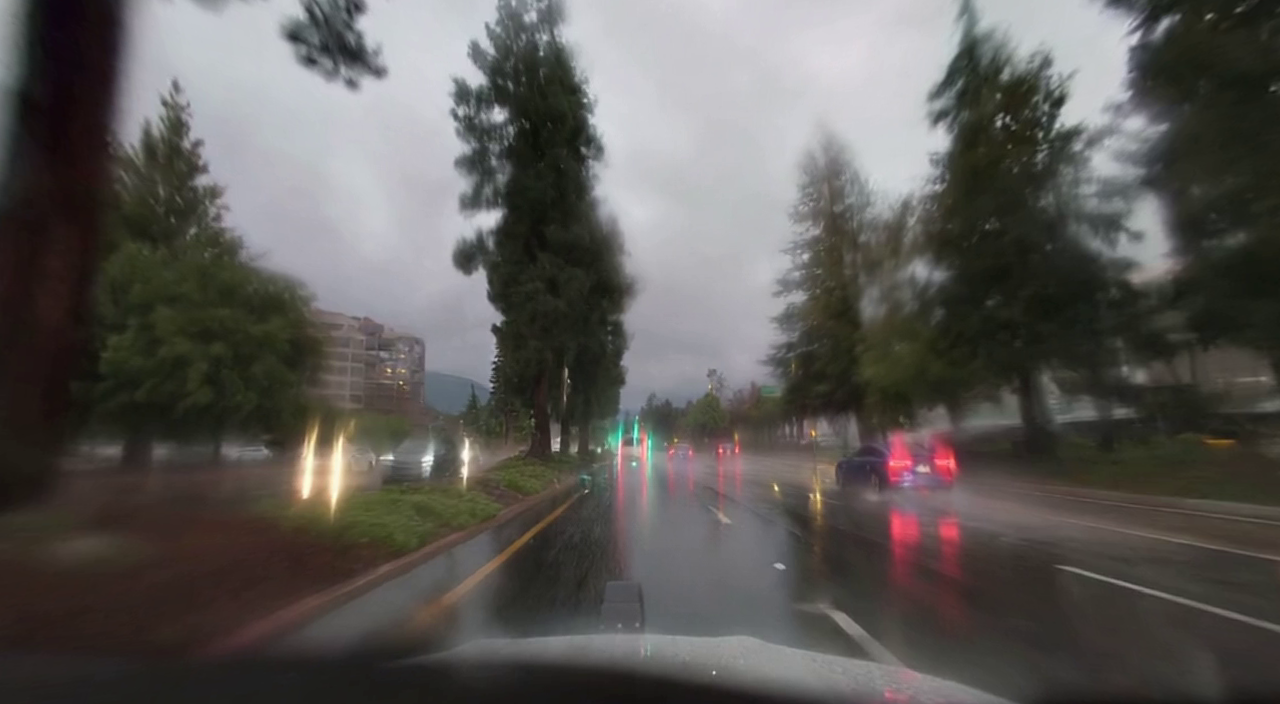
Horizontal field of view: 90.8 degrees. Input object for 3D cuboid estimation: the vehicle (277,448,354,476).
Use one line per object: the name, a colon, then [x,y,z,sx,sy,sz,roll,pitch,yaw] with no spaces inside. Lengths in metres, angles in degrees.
vehicle: [-18.266,6.173,35.800,1.817,1.423,4.477,0,-9,2]

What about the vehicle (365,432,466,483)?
vehicle: [-8.741,4.148,25.108,2.123,1.782,4.622,0,-9,2]

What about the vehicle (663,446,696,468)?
vehicle: [2.793,7.517,45.537,1.930,1.483,4.471,1,-9,-2]

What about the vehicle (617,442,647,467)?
vehicle: [-0.606,7.643,47.341,2.146,1.800,4.042,0,-9,-1]

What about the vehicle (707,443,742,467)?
vehicle: [6.099,7.487,46.004,1.931,1.685,4.054,0,-9,-2]

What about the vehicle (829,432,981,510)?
vehicle: [6.674,3.028,16.554,1.987,1.730,4.373,0,-9,-1]
